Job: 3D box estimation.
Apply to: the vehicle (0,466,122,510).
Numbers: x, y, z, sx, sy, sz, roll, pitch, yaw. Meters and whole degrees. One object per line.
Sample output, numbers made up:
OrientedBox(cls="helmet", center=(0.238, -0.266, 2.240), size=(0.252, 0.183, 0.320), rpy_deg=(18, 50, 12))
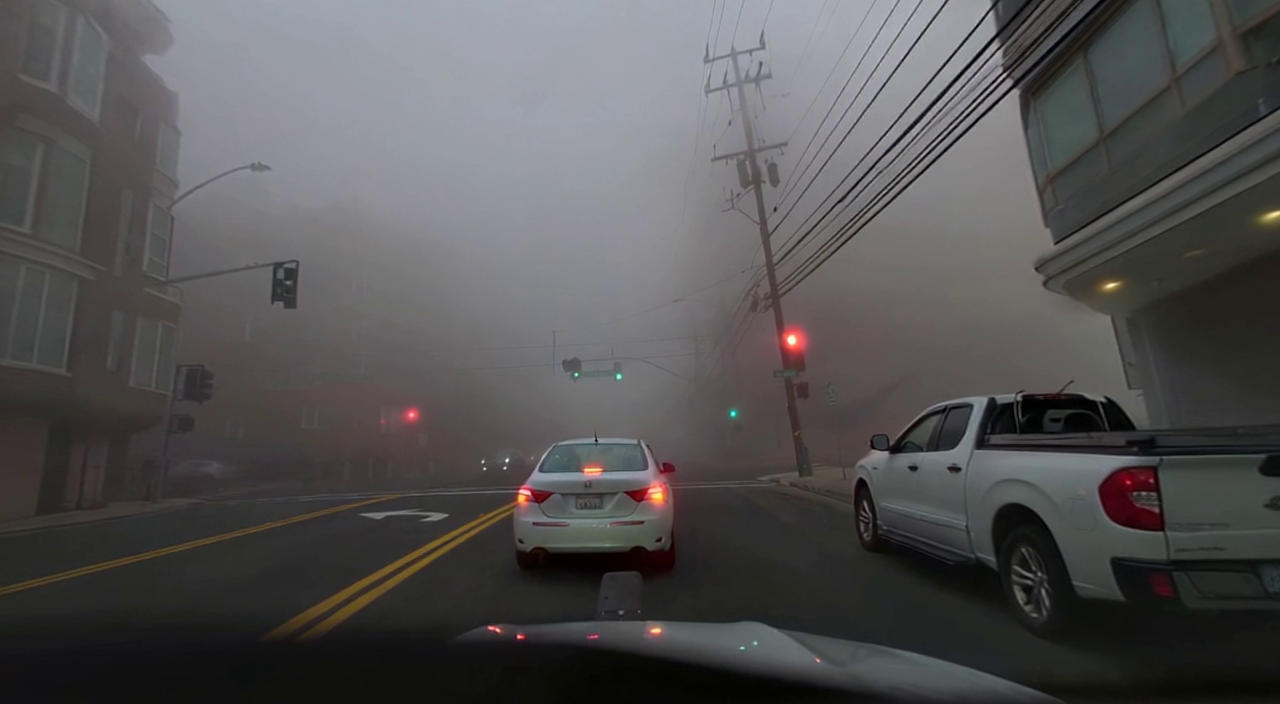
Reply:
OrientedBox(cls="vehicle", center=(-24.779, 5.773, 26.914), size=(3.891, 1.538, 1.698), rpy_deg=(-4, -11, 0))

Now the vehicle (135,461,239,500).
OrientedBox(cls="vehicle", center=(-25.354, 7.220, 35.466), size=(4.337, 1.739, 1.981), rpy_deg=(-5, -11, 1))

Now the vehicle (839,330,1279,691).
OrientedBox(cls="vehicle", center=(3.835, 1.202, 5.974), size=(2.248, 1.945, 5.011), rpy_deg=(0, -8, 0))

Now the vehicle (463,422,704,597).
OrientedBox(cls="vehicle", center=(-0.478, 1.631, 7.435), size=(2.019, 1.453, 4.129), rpy_deg=(0, -8, 0))
